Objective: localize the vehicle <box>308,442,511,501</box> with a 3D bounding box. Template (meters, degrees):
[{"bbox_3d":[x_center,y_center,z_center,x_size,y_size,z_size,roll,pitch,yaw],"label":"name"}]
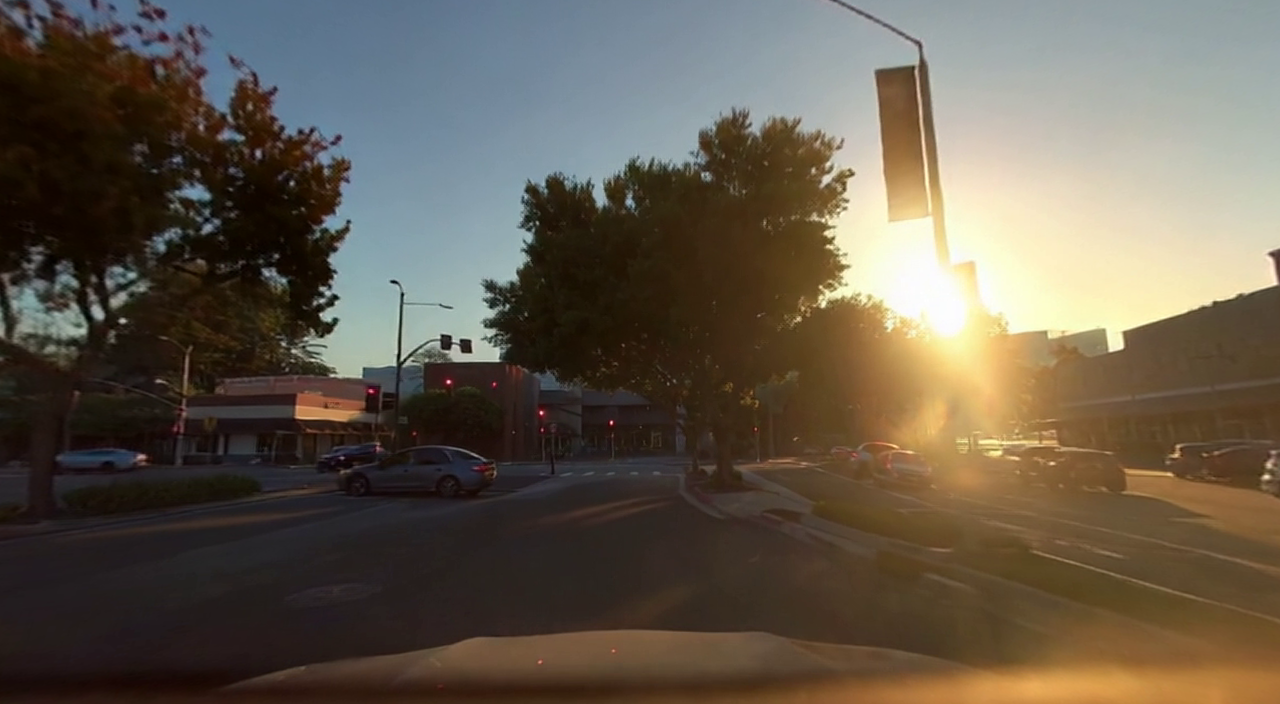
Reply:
[{"bbox_3d":[-6.249,3.227,17.424,4.792,1.468,2.116,-2,-9,10],"label":"vehicle"}]

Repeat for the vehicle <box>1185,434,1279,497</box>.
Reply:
[{"bbox_3d":[20.010,3.544,20.111,1.888,1.725,4.268,-4,-8,9],"label":"vehicle"}]

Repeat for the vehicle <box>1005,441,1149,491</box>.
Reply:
[{"bbox_3d":[14.474,3.756,21.294,1.951,1.491,4.359,-1,-8,4],"label":"vehicle"}]

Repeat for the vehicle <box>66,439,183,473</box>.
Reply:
[{"bbox_3d":[-29.182,5.875,35.865,4.906,1.784,1.913,7,-11,-41],"label":"vehicle"}]

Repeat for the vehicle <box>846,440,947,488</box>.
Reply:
[{"bbox_3d":[9.076,3.979,22.852,2.061,1.519,4.794,-1,-8,5],"label":"vehicle"}]

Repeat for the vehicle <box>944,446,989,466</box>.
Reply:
[{"bbox_3d":[25.319,8.032,49.109,1.833,1.445,4.178,-1,-8,9],"label":"vehicle"}]
